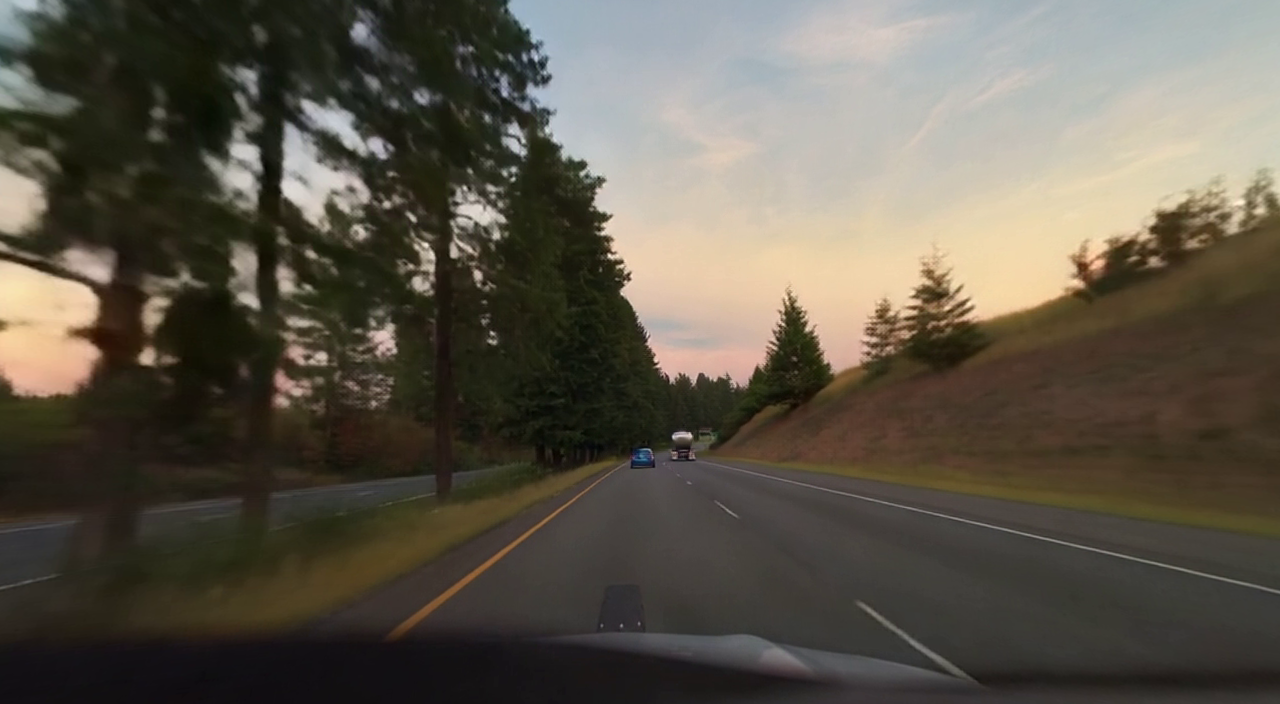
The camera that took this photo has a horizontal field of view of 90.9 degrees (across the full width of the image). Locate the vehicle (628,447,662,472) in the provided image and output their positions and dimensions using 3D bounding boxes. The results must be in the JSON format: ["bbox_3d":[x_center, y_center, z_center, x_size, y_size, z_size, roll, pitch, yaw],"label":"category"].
[{"bbox_3d":[0.285,6.419,37.781,1.926,1.386,3.615,0,-9,0],"label":"vehicle"}]
